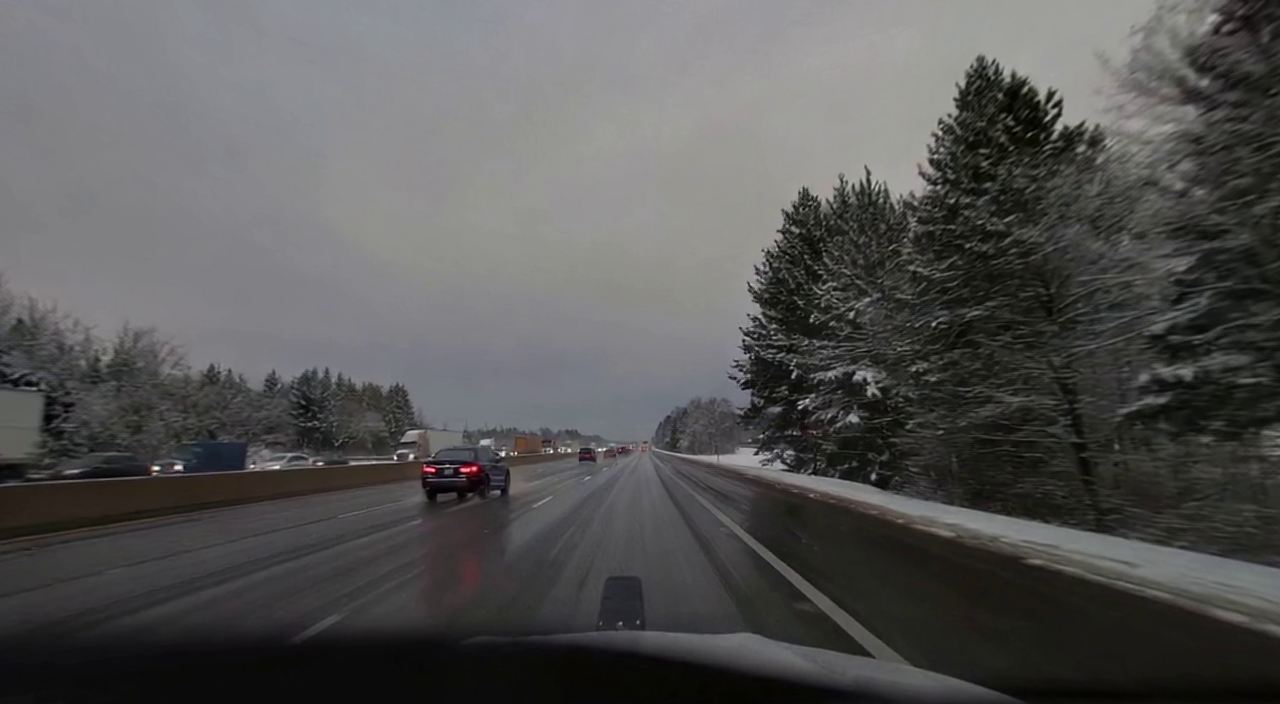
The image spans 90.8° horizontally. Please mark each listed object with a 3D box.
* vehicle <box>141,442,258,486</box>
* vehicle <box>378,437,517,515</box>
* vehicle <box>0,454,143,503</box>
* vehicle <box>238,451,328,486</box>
[{"bbox_3d":[-23.864,6.068,34.584,2.296,2.194,5.699,0,-9,0],"label":"vehicle"},{"bbox_3d":[-4.268,2.807,14.743,1.954,1.541,4.079,0,-9,0],"label":"vehicle"},{"bbox_3d":[-19.643,4.187,21.318,2.014,1.433,4.417,0,-9,1],"label":"vehicle"},{"bbox_3d":[-16.042,5.230,28.590,1.863,1.415,3.759,0,-9,0],"label":"vehicle"}]
